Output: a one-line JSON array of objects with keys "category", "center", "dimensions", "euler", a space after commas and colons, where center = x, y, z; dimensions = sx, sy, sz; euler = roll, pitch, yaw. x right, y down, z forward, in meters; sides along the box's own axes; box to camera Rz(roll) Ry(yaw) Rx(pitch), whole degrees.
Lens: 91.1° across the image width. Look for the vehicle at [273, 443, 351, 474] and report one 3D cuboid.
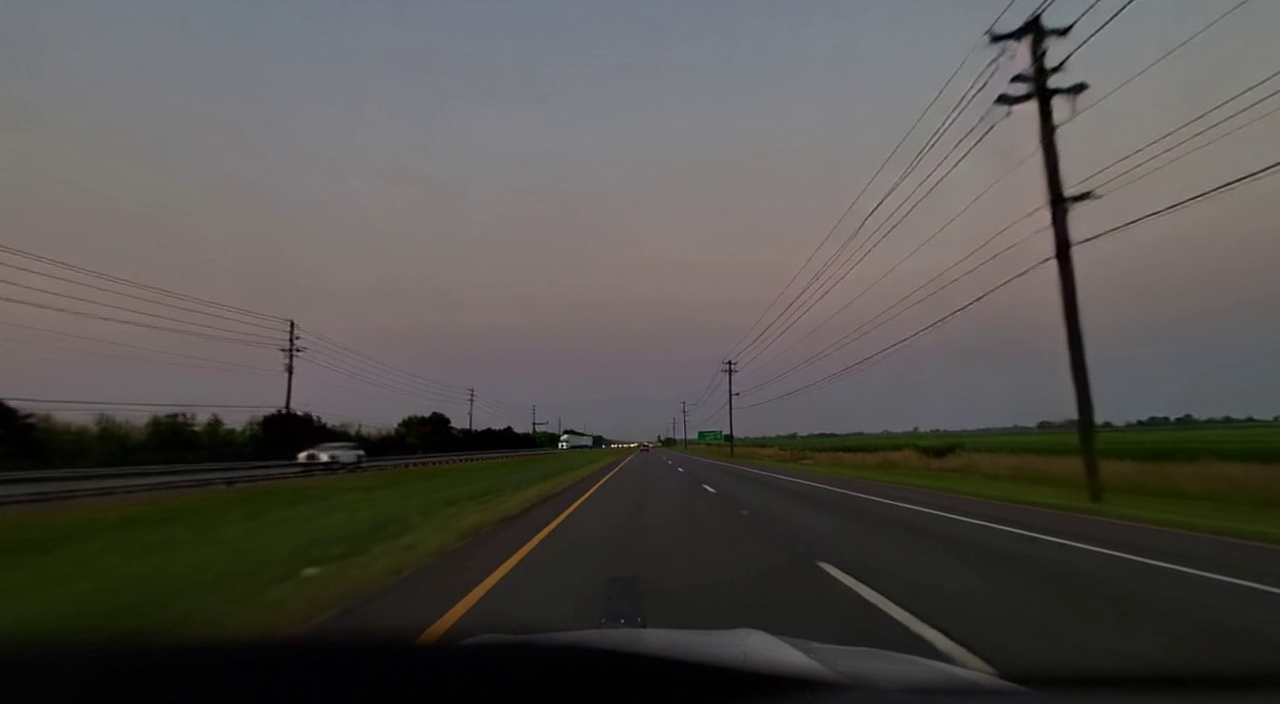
[{"category": "vehicle", "center": [-20.064, 6.535, 38.680], "dimensions": [2.055, 1.743, 4.959], "euler": [-1, -9, 1]}]
